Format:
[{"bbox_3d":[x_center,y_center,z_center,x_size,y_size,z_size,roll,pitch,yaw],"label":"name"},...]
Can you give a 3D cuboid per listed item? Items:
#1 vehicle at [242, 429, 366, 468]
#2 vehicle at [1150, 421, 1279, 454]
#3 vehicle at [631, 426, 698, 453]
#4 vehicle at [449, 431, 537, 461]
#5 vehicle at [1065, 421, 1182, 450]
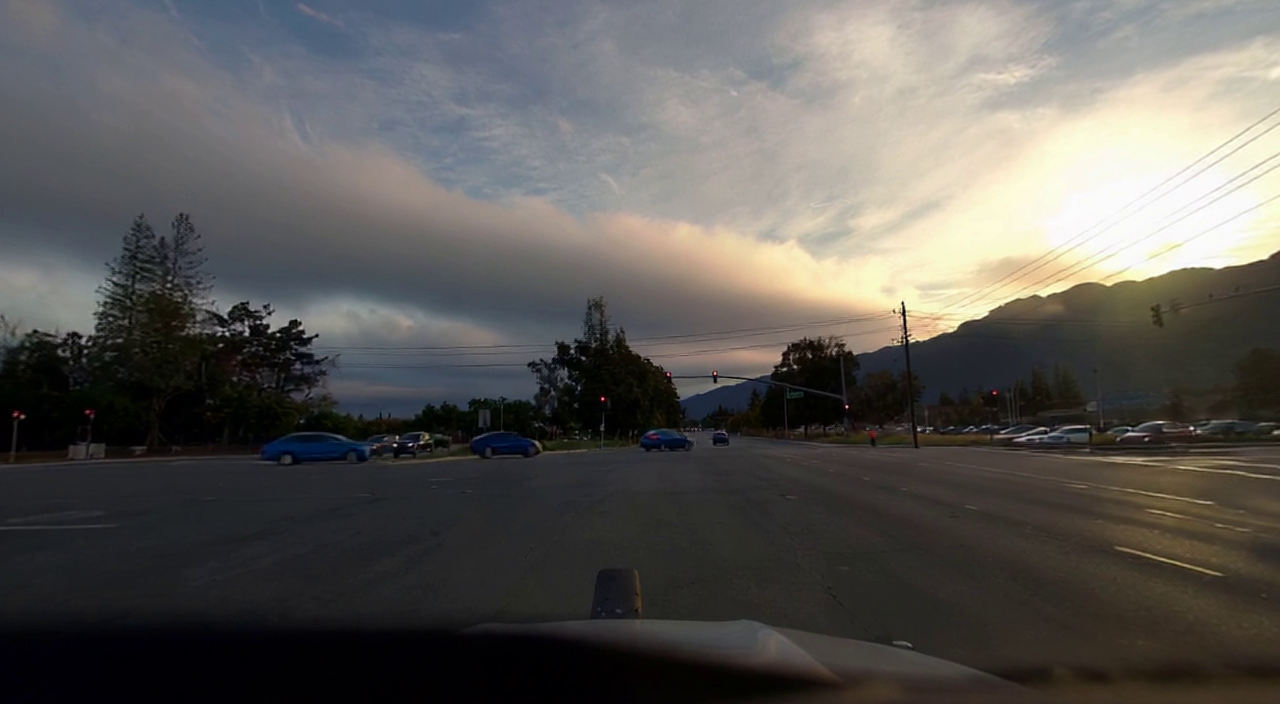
[{"bbox_3d":[-16.013,4.636,30.415,4.812,1.735,2.105,2,-9,-15],"label":"vehicle"},{"bbox_3d":[27.305,4.035,29.801,4.778,1.495,1.959,0,-8,0],"label":"vehicle"},{"bbox_3d":[1.813,6.197,44.682,2.246,1.805,5.228,-6,-10,35],"label":"vehicle"},{"bbox_3d":[-7.979,5.084,34.316,4.218,1.542,2.044,4,-9,-28],"label":"vehicle"},{"bbox_3d":[28.360,4.928,37.217,5.100,1.680,2.055,0,-8,2],"label":"vehicle"}]
